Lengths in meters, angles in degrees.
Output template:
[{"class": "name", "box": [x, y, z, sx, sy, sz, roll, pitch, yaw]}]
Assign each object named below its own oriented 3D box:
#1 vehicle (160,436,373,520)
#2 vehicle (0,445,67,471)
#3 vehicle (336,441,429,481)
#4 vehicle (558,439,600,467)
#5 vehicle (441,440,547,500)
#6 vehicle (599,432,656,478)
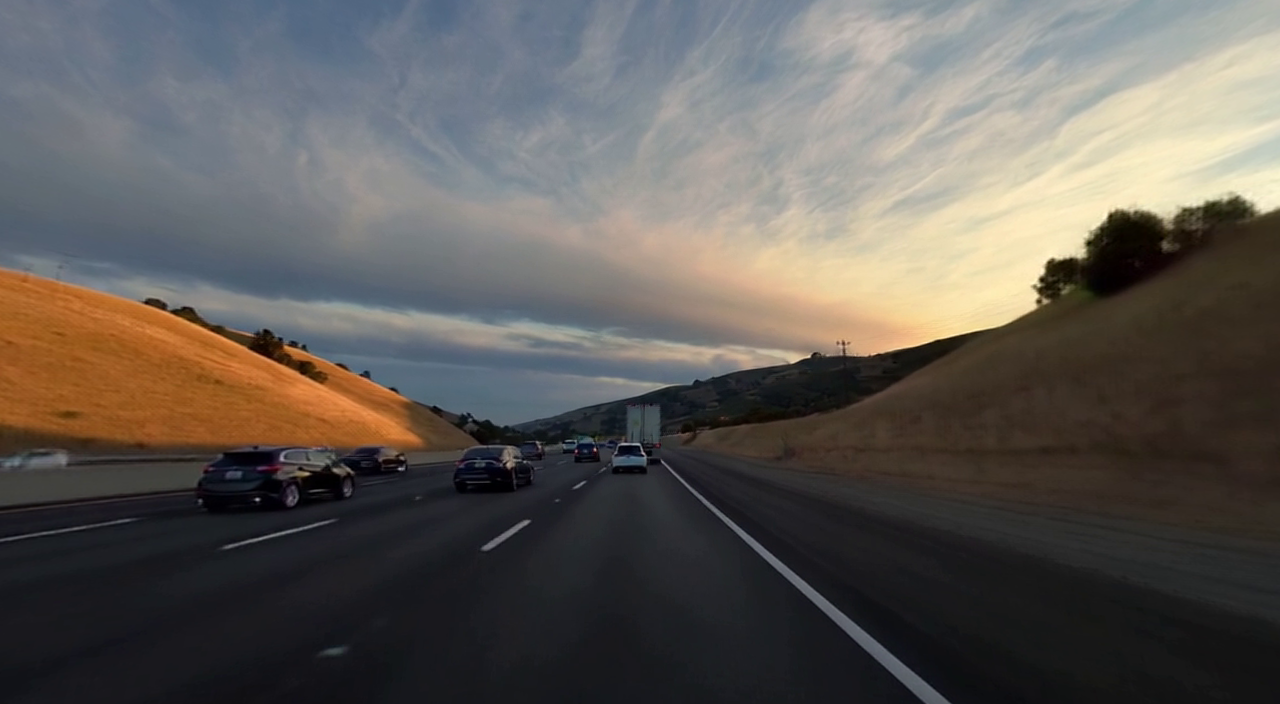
[{"class": "vehicle", "box": [-7.821, 2.654, 13.791, 2.029, 1.507, 4.204, 0, -9, 1]}, {"class": "vehicle", "box": [-42.577, 7.213, 43.054, 1.897, 1.618, 5.117, 0, -9, 0]}, {"class": "vehicle", "box": [-10.709, 4.568, 26.586, 1.950, 1.507, 4.527, 0, -9, 1]}, {"class": "vehicle", "box": [-3.758, 6.344, 39.714, 2.155, 1.661, 4.477, 0, -9, 1]}, {"class": "vehicle", "box": [-4.011, 3.324, 18.151, 1.943, 1.468, 4.547, 0, -9, 0]}, {"class": "vehicle", "box": [-0.502, 4.459, 27.447, 2.281, 1.795, 4.297, 1, -9, 0]}]
